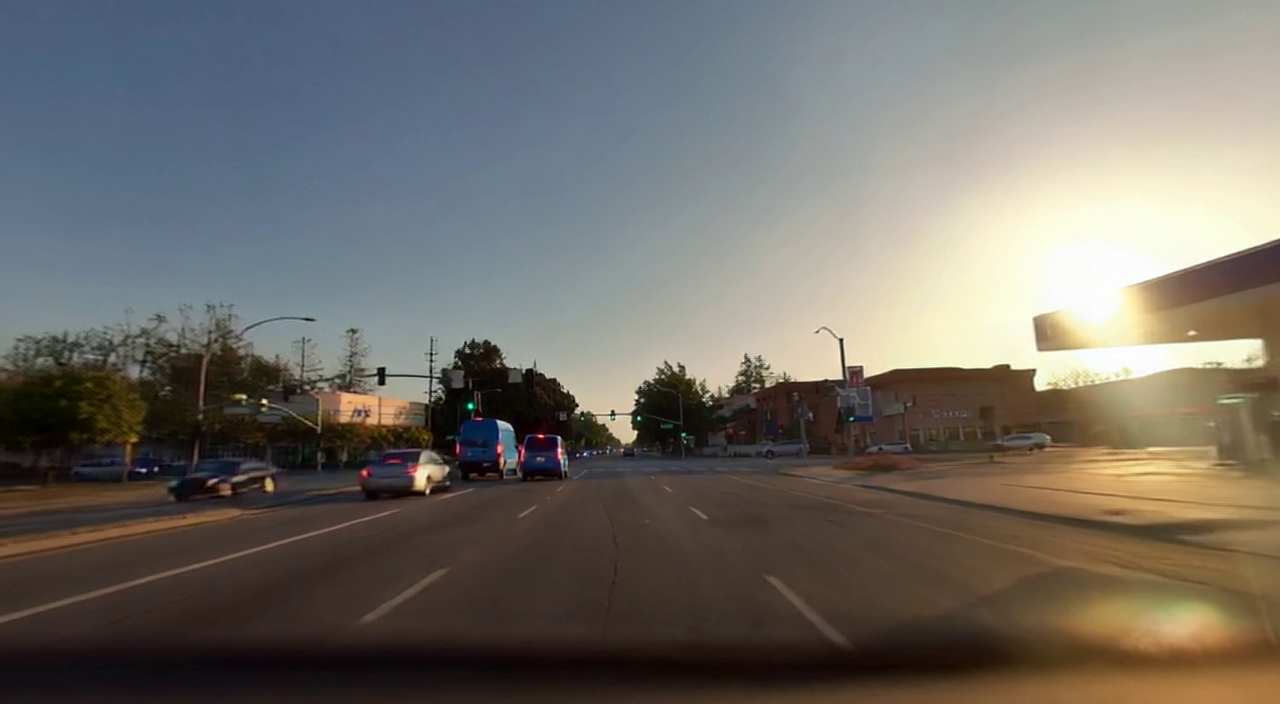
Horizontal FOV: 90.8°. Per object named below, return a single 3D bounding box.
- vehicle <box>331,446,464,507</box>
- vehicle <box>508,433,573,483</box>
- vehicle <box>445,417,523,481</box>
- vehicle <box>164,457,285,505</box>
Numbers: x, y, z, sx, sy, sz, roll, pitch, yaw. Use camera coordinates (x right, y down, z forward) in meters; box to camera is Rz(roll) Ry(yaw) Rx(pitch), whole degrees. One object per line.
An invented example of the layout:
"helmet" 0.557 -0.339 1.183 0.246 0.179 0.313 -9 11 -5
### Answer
"vehicle" -6.696 3.448 18.107 1.993 1.490 4.768 0 -9 -1
"vehicle" -4.399 4.778 28.784 2.206 2.007 5.190 0 -9 -1
"vehicle" -7.185 4.577 29.788 2.405 2.696 5.561 0 -9 -2
"vehicle" -16.238 5.014 24.999 2.045 1.621 4.220 0 -9 -3
